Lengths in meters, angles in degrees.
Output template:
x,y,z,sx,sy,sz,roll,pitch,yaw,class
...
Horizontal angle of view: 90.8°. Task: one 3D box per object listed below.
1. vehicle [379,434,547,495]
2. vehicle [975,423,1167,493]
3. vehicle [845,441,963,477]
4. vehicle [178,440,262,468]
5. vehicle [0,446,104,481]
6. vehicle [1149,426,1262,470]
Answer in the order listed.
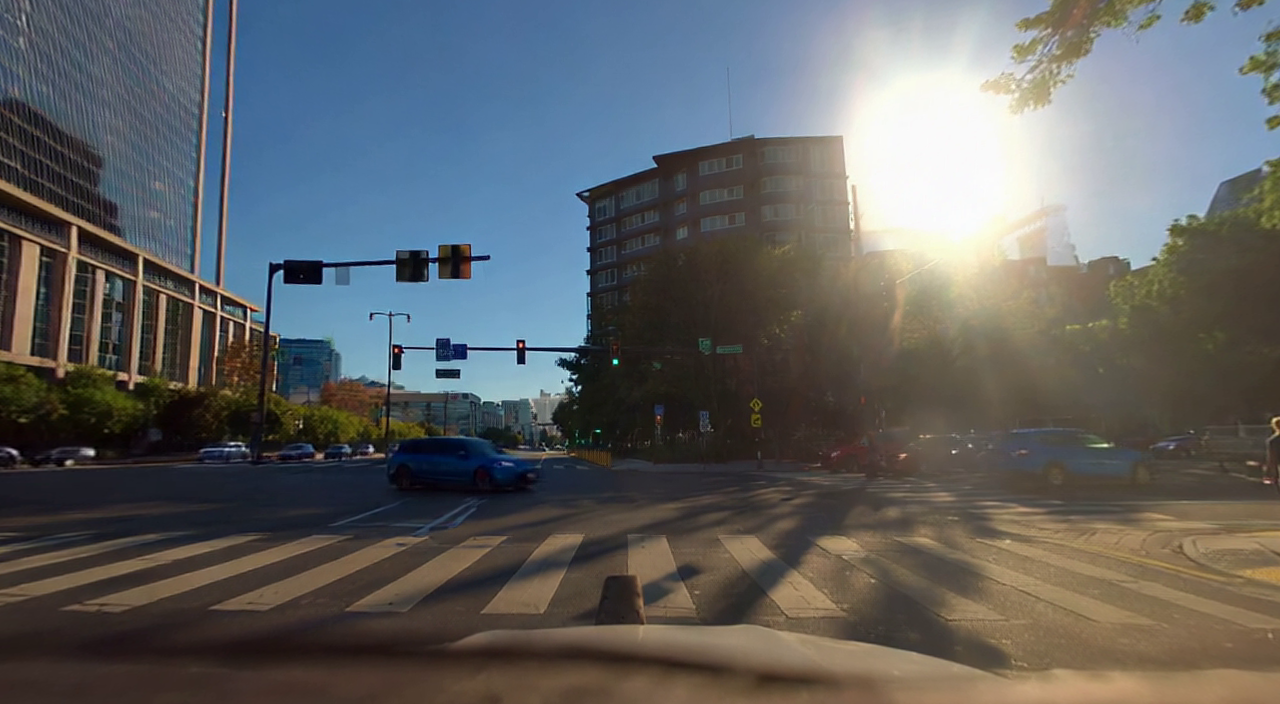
x,y,z,sx,sy,sz,roll,pitch,yaw,class
-5.070,3.174,18.143,4.312,1.540,2.007,-4,-9,25,vehicle
12.425,3.032,18.324,4.509,1.821,2.066,2,-9,-16,vehicle
11.459,4.623,27.535,4.317,1.491,1.896,2,-9,-11,vehicle
-31.556,7.650,47.738,2.456,1.961,5.978,0,-8,-3,vehicle
-27.242,5.006,28.663,2.027,1.435,4.448,0,-8,-3,vehicle
25.395,4.346,28.694,2.457,1.777,6.196,-5,-10,29,vehicle
